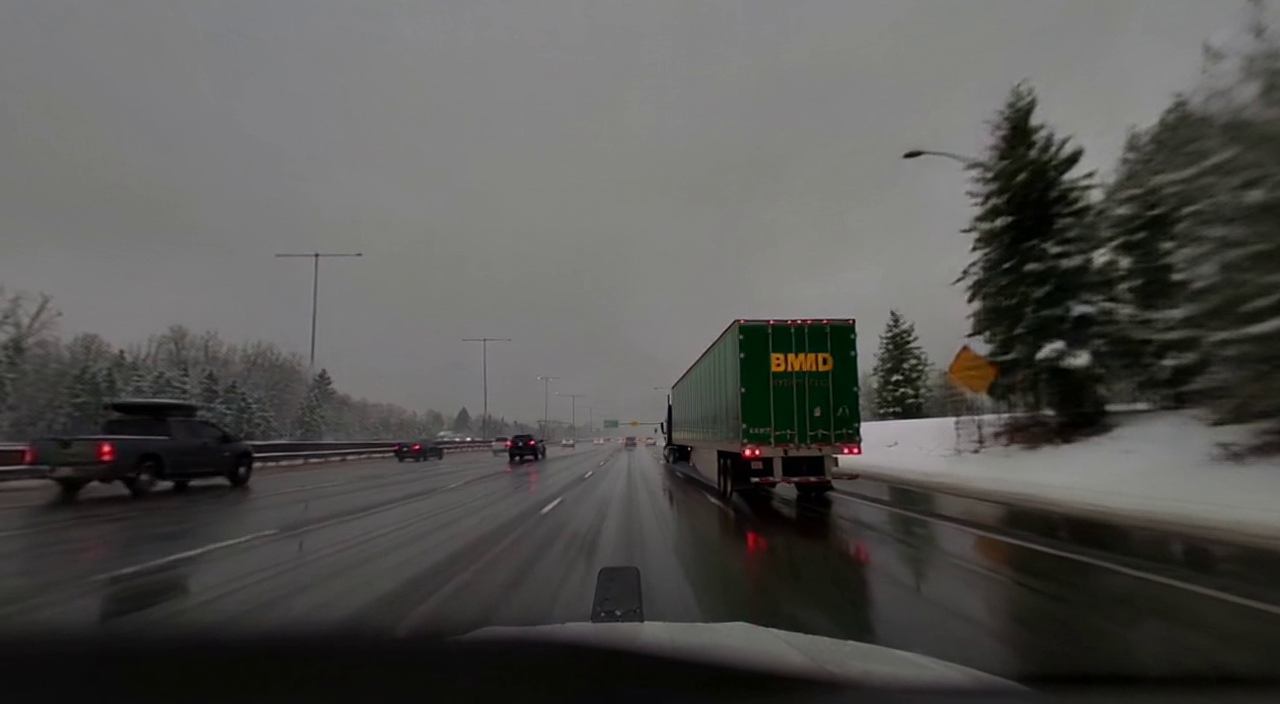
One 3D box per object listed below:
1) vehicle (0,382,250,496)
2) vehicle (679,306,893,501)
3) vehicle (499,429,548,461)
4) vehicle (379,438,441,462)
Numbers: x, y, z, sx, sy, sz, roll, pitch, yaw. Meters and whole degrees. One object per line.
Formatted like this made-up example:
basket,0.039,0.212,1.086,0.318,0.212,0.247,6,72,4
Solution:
vehicle,-13.990,2.415,17.493,2.307,2.571,6.260,0,-8,0
vehicle,3.375,2.092,20.255,2.891,3.944,15.051,0,-8,-2
vehicle,-7.400,5.987,40.611,2.100,1.905,5.119,0,-8,0
vehicle,-14.105,6.043,39.026,2.067,1.398,4.863,0,-8,-1
